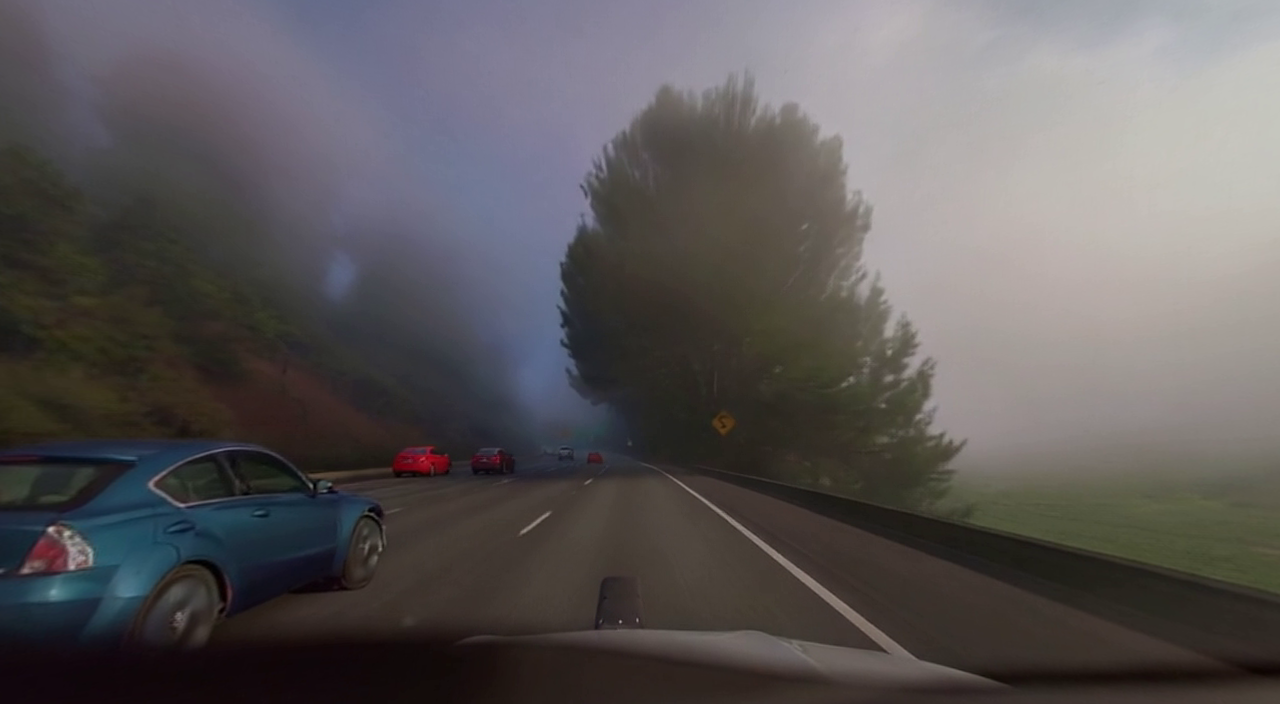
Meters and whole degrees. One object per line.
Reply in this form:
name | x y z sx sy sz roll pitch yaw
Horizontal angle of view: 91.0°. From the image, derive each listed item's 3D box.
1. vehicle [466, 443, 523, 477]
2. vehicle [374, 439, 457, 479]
vehicle | -7.610 5.672 33.335 2.060 1.680 4.255 0 -9 -1
vehicle | -11.798 5.639 33.555 2.425 1.926 5.584 0 -9 -1
